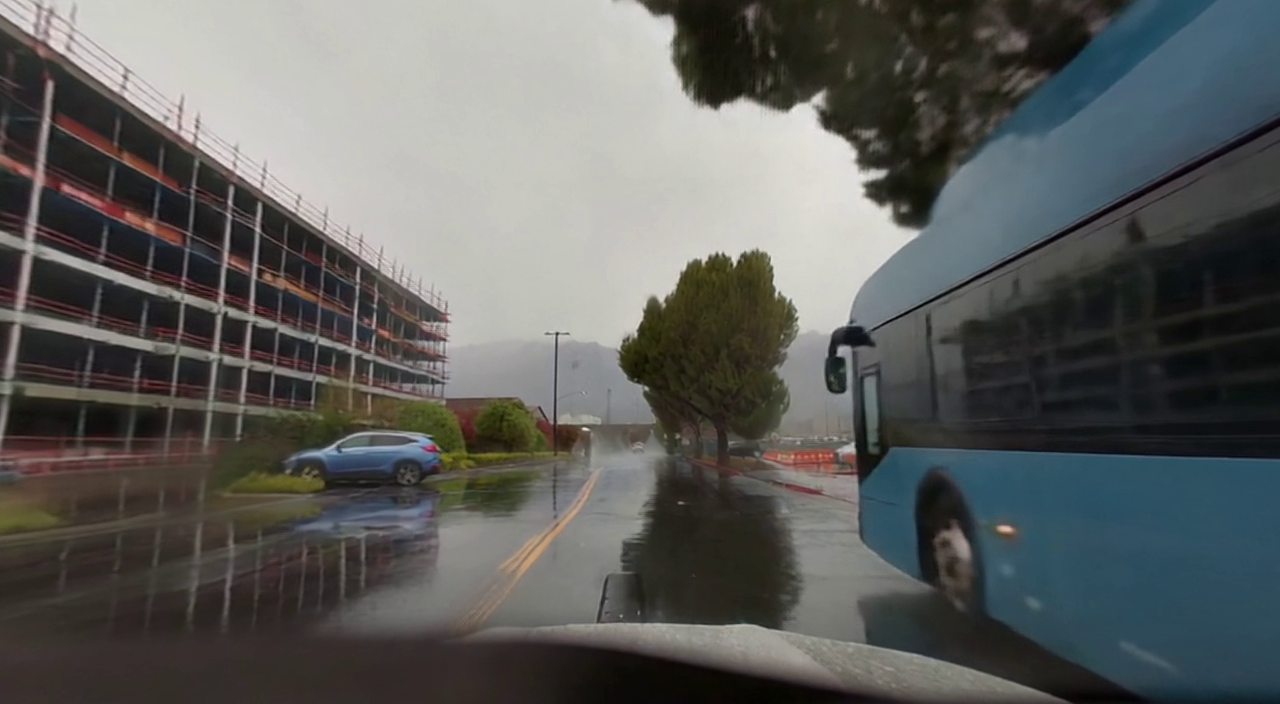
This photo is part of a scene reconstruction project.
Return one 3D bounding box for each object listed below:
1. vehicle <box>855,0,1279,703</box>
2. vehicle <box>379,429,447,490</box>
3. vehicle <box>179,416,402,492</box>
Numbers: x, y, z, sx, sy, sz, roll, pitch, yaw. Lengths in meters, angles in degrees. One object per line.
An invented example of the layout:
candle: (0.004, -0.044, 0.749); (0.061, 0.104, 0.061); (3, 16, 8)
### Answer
vehicle: (3.830, -0.204, 1.079); (3.040, 3.424, 12.508); (0, -9, 2)
vehicle: (-8.307, 3.909, 23.295); (1.515, 2.074, 2.668); (0, -8, -1)
vehicle: (-13.723, 4.111, 25.501); (7.067, 2.785, 2.980); (2, -9, -9)
